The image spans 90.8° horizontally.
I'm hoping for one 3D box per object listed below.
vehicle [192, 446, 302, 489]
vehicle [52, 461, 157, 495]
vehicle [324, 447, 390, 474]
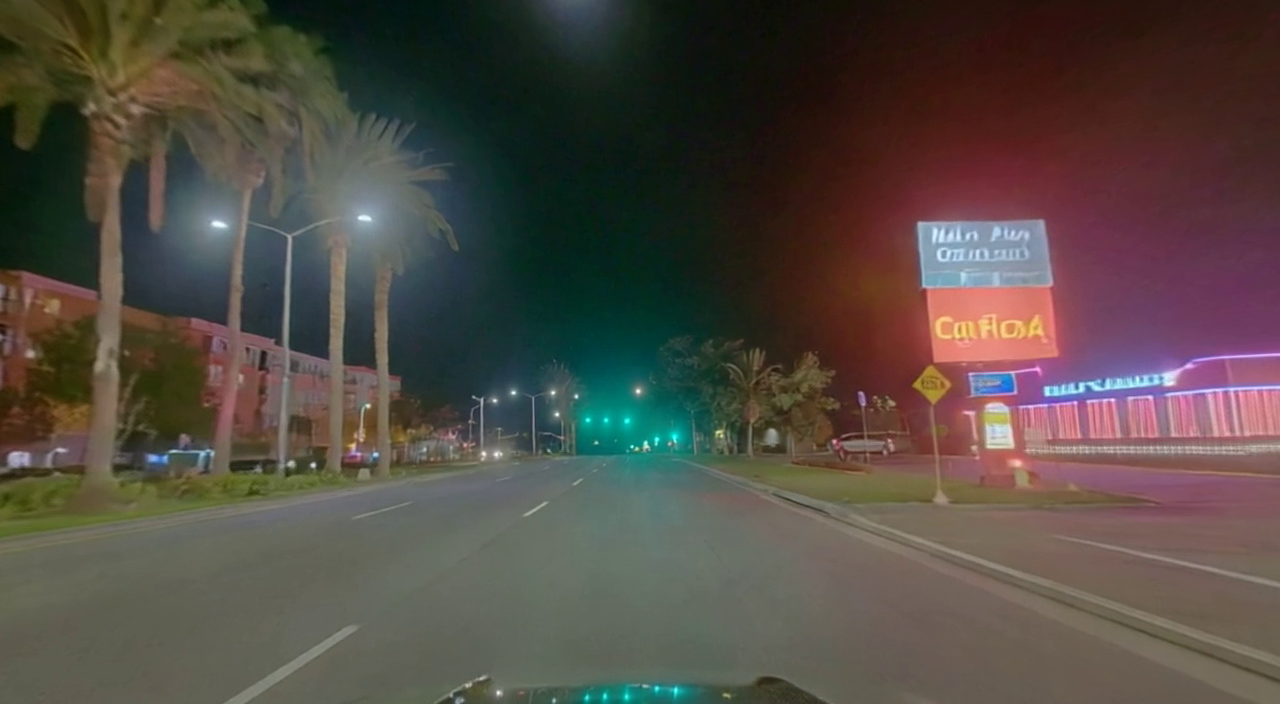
[{"bbox_3d":[-16.851,4.939,27.402,2.019,1.694,4.401,0,-9,-1],"label":"vehicle"},{"bbox_3d":[-27.266,6.391,32.370,1.771,1.494,4.088,0,-9,-1],"label":"vehicle"},{"bbox_3d":[-20.640,7.931,46.430,2.226,1.860,5.857,0,-9,-1],"label":"vehicle"}]
